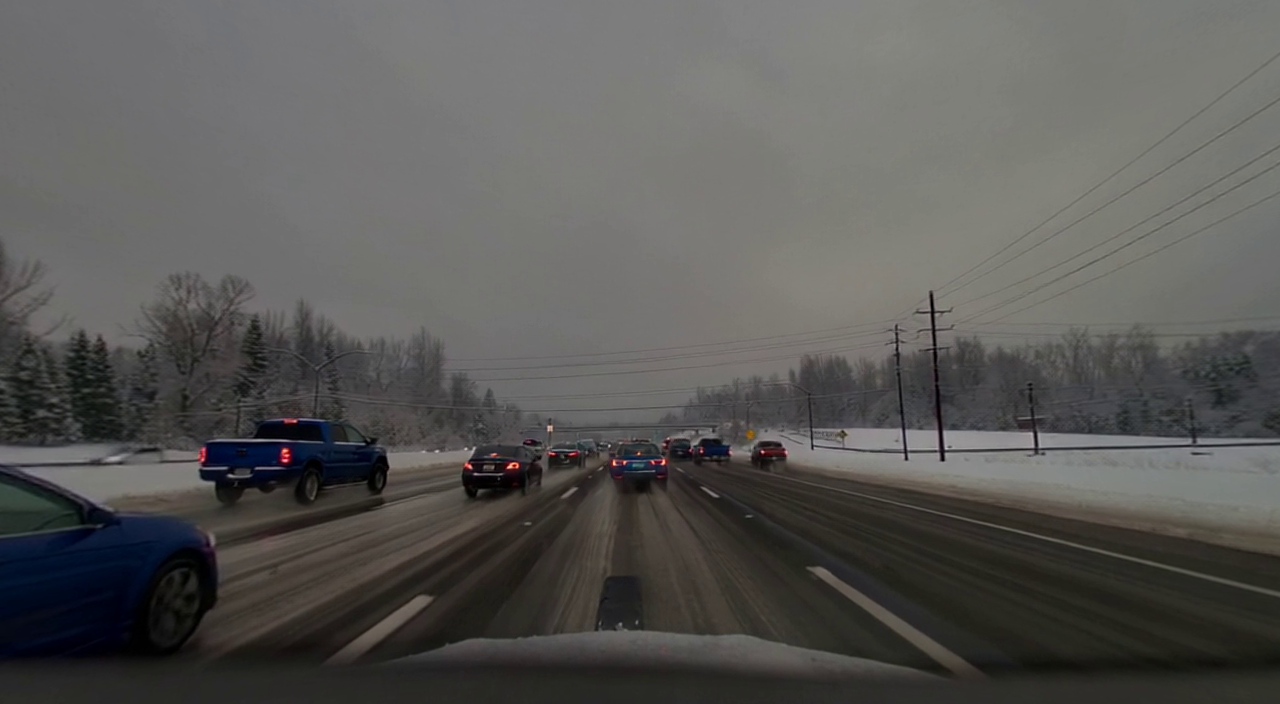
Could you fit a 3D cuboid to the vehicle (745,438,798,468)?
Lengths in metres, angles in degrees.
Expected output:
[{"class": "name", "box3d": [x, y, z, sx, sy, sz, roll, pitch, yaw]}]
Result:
[{"class": "vehicle", "box3d": [7.754, 5.996, 37.713, 1.969, 1.608, 4.865, 0, -8, -1]}]

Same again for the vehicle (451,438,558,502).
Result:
[{"class": "vehicle", "box3d": [-3.362, 2.995, 16.521, 1.899, 1.437, 4.131, 0, -8, 0]}]

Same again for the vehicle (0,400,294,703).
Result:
[{"class": "vehicle", "box3d": [-3.671, 0.929, 2.479, 1.955, 1.481, 4.604, 0, -8, 1]}]

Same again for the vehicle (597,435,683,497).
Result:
[{"class": "vehicle", "box3d": [-0.023, 3.143, 17.839, 2.102, 1.499, 4.439, 0, -8, -1]}]

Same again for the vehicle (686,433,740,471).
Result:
[{"class": "vehicle", "box3d": [3.777, 5.313, 33.751, 2.113, 1.800, 5.376, 0, -8, -2]}]
